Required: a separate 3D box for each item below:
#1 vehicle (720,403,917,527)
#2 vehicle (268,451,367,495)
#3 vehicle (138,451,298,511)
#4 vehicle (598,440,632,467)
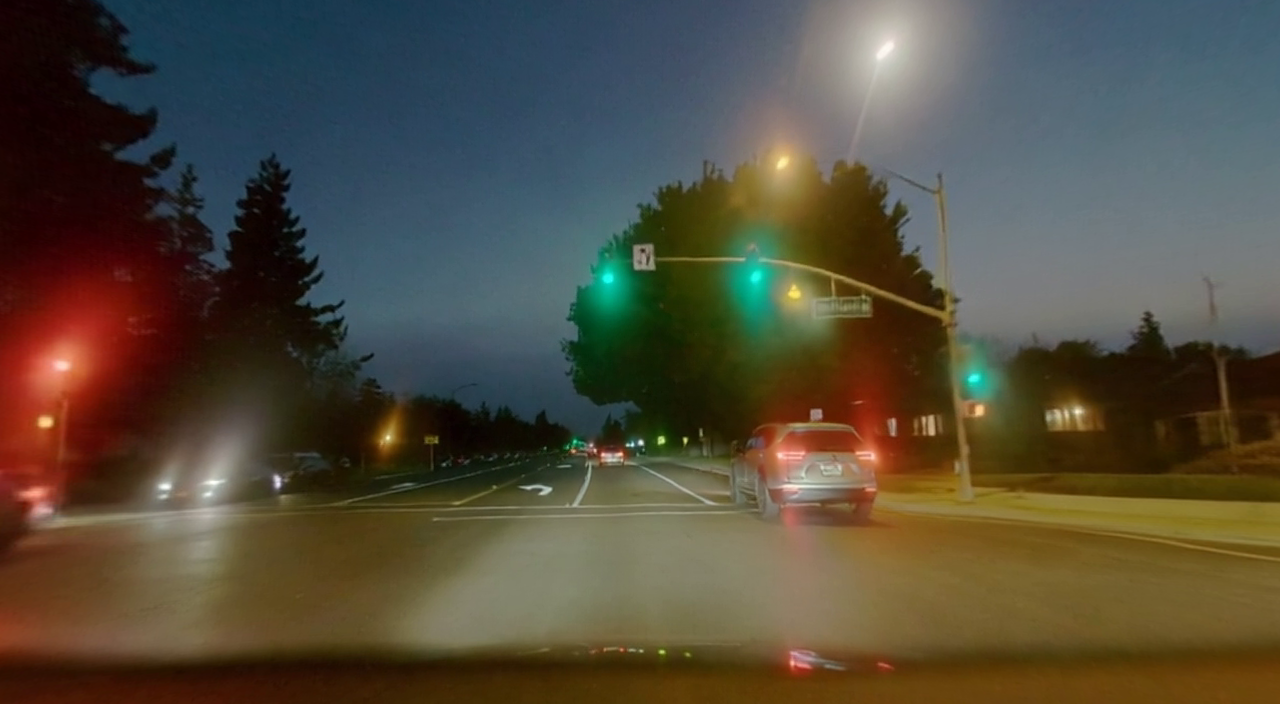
[{"bbox_3d":[3.378,2.280,13.496,2.338,2.063,5.592,0,-8,-3],"label":"vehicle"},{"bbox_3d":[-13.198,4.940,26.122,1.965,1.416,4.613,-3,-8,-4],"label":"vehicle"},{"bbox_3d":[-13.263,4.025,20.253,1.955,1.509,4.640,-3,-8,0],"label":"vehicle"},{"bbox_3d":[-1.747,6.838,42.698,2.138,1.729,4.178,0,-8,-4],"label":"vehicle"}]
